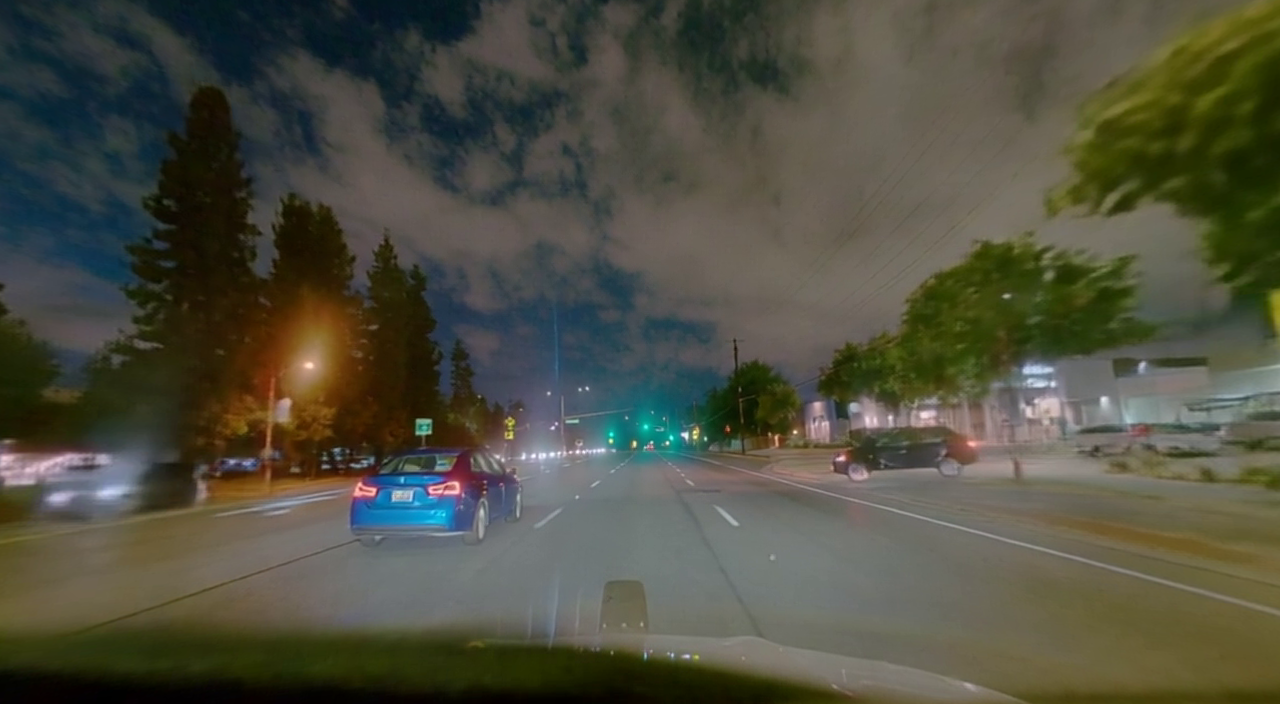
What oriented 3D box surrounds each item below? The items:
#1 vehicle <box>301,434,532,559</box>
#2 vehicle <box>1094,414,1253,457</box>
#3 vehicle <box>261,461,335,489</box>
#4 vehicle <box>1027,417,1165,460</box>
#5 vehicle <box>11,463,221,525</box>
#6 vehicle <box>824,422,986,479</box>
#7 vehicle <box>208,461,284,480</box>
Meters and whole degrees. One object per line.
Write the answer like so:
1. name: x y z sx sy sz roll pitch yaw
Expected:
1. vehicle: -3.080 2.079 9.855 1.924 1.480 4.421 -1 -9 1
2. vehicle: 19.999 3.217 23.972 1.857 1.471 4.717 0 -9 -1
3. vehicle: -20.168 7.256 37.427 1.757 1.449 4.416 -1 -9 3
4. vehicle: 17.162 3.333 24.050 1.966 1.451 4.297 0 -9 -1
5. vehicle: -14.525 3.937 17.936 1.964 1.376 4.627 -1 -9 0
6. vehicle: 8.567 3.256 20.844 4.511 1.720 2.131 -2 -8 11
7. vehicle: -30.875 9.300 49.436 4.737 1.375 1.926 -1 -8 3
